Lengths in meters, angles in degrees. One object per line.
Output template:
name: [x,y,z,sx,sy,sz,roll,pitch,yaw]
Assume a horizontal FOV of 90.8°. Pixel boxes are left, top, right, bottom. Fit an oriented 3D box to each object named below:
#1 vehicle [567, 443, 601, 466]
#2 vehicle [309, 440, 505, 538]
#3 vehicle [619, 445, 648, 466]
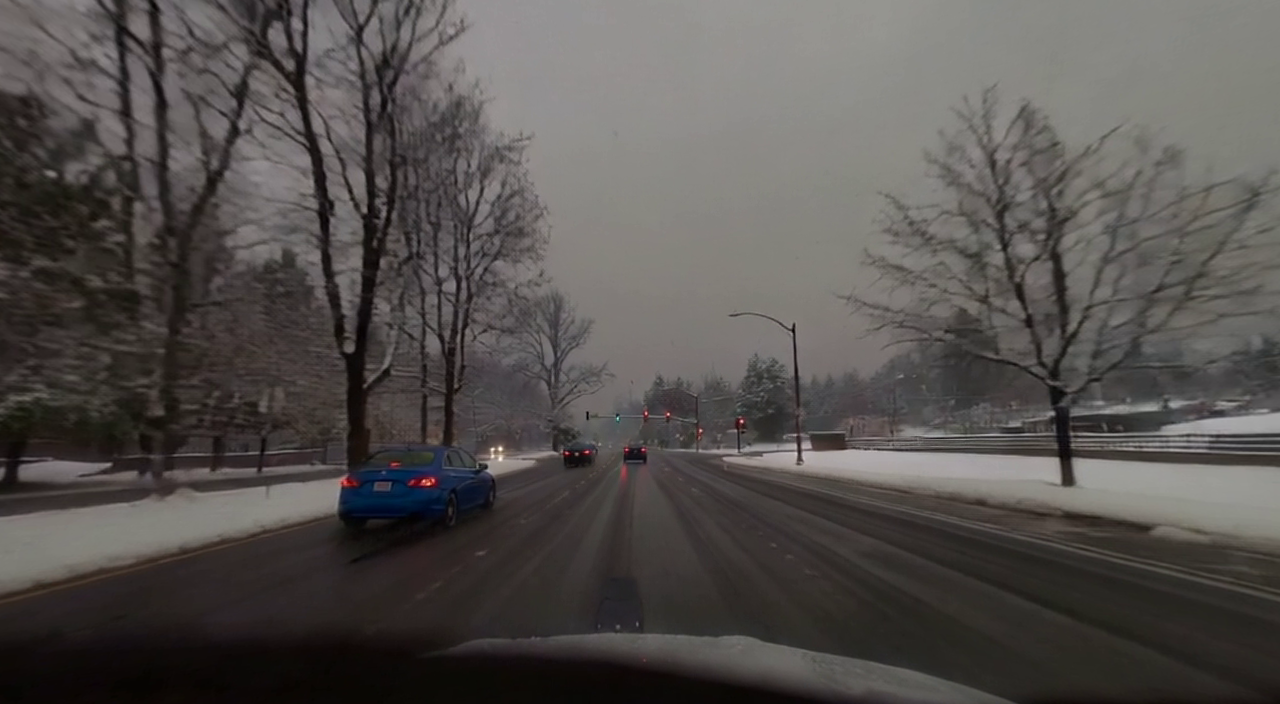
vehicle: [-4.060,7.501,46.359,2.103,1.592,4.160,0,-9,0]
vehicle: [-3.893,2.345,11.523,1.905,1.418,4.396,0,-9,0]
vehicle: [-0.476,7.535,46.016,1.991,1.431,4.199,0,-9,-1]
